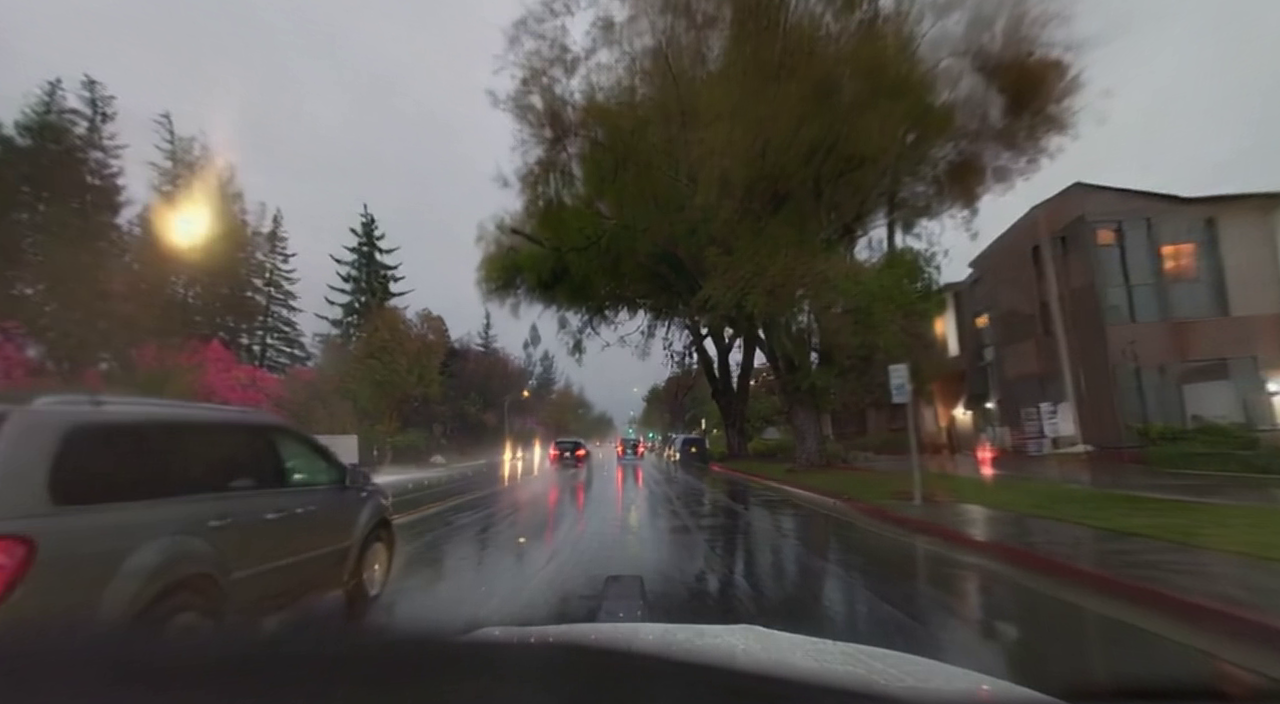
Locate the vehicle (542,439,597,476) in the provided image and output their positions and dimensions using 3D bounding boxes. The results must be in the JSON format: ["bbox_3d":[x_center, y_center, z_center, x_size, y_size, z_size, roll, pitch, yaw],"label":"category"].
[{"bbox_3d":[-3.266,5.035,30.273,2.167,1.634,4.220,0,-9,0],"label":"vehicle"}]

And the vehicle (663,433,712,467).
[{"bbox_3d":[3.007,6.350,41.092,2.653,2.058,5.096,0,-9,-1],"label":"vehicle"}]

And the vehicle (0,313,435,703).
[{"bbox_3d":[-3.216,1.031,3.853,2.257,1.751,5.028,0,-9,0],"label":"vehicle"}]

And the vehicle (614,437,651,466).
[{"bbox_3d":[-0.513,6.631,42.096,2.376,1.801,4.317,0,-9,-1],"label":"vehicle"}]
